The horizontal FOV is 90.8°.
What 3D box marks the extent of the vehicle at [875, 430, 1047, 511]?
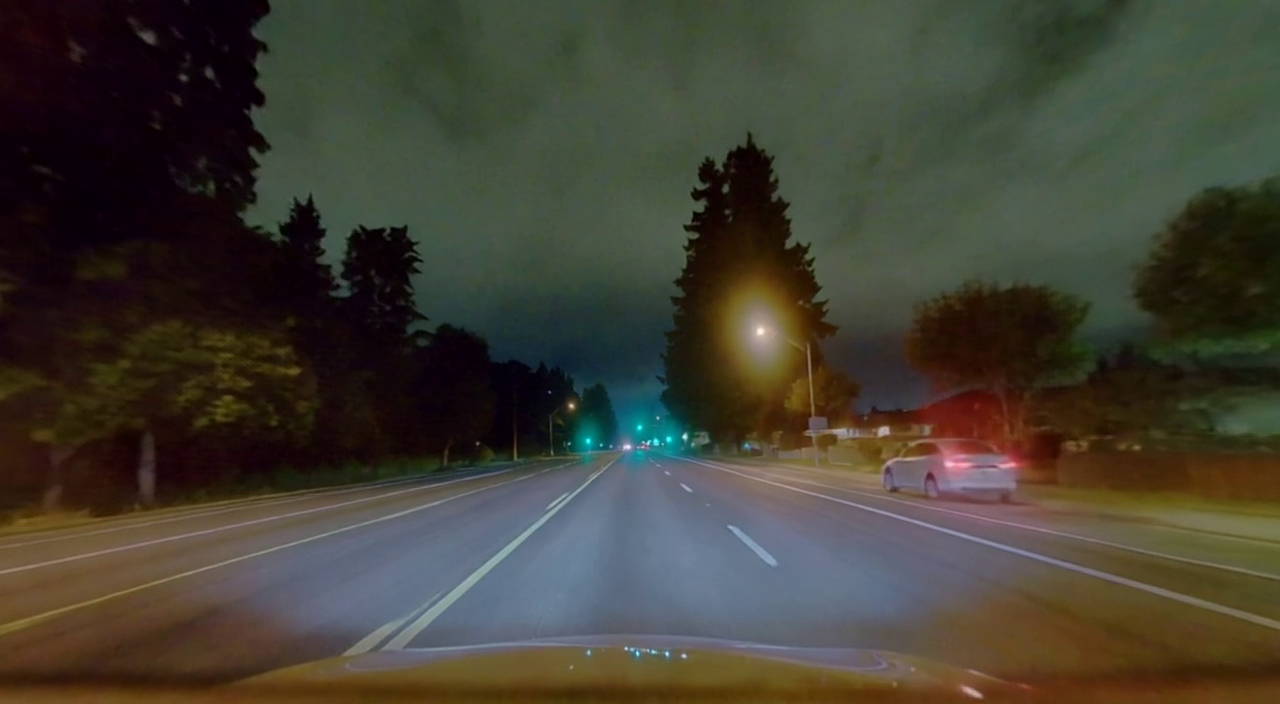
[{"bbox_3d":[7.332,2.729,15.013,1.965,1.623,4.096,0,-9,1],"label":"vehicle"}]
